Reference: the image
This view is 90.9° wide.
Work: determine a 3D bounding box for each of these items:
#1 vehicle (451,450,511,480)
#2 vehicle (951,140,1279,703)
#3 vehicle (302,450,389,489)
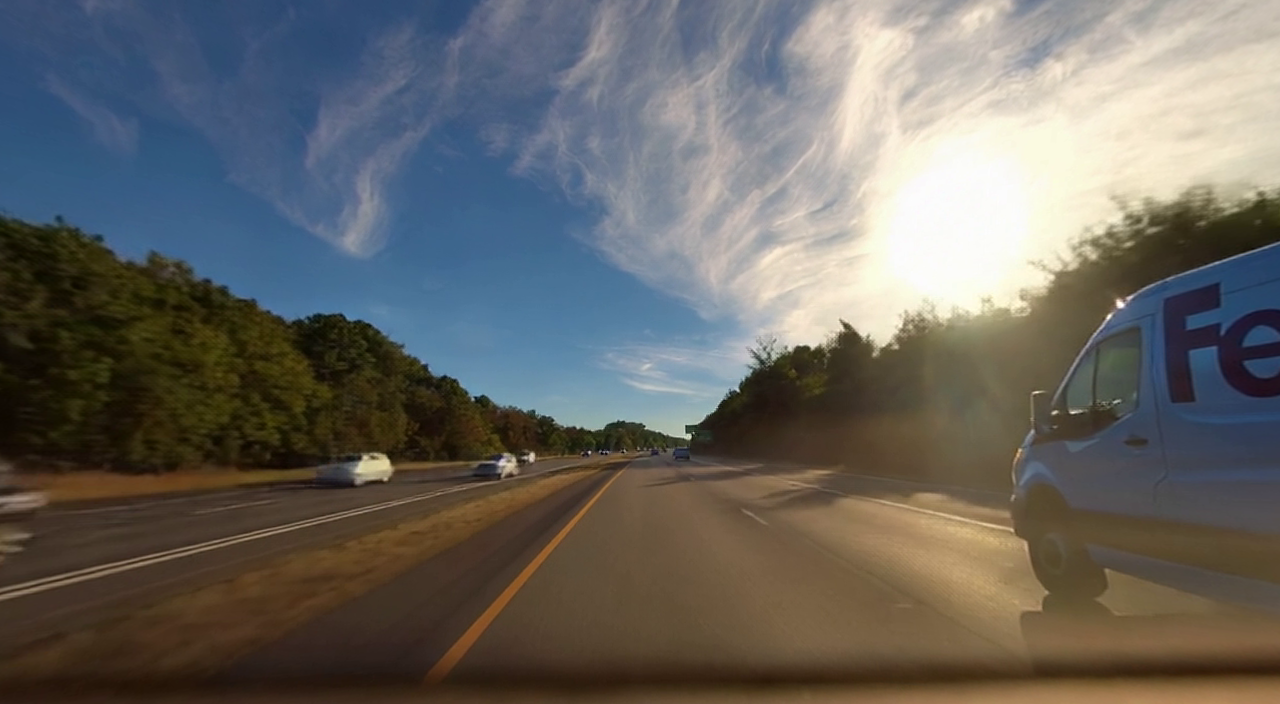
[{"bbox_3d":[-8.533,6.081,34.204,2.050,1.462,4.387,0,-9,1],"label":"vehicle"},{"bbox_3d":[3.925,0.333,2.141,2.522,2.556,6.180,0,-9,0],"label":"vehicle"},{"bbox_3d":[-12.526,4.986,27.071,1.839,1.475,3.821,-1,-9,1],"label":"vehicle"}]
